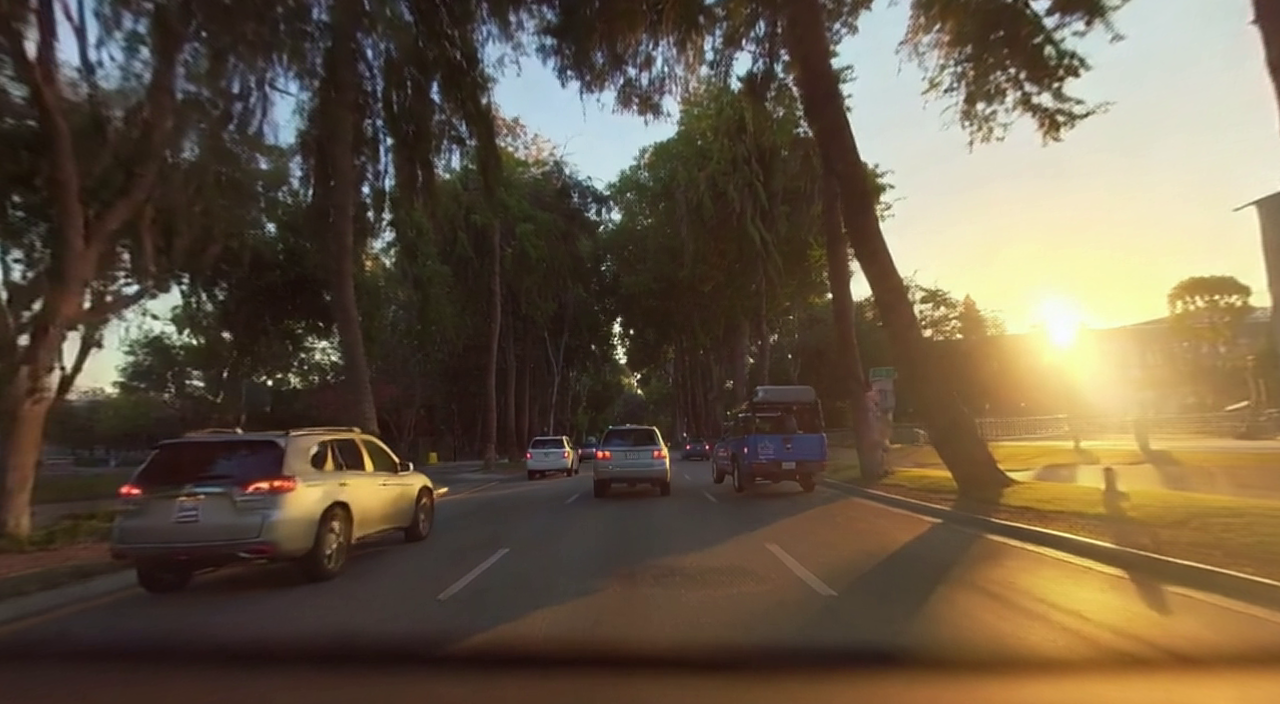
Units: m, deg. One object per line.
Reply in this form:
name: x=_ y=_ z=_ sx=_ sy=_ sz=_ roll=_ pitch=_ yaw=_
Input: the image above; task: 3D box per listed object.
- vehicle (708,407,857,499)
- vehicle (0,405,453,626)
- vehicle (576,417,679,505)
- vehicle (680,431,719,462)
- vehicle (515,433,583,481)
vehicle: x=3.544 y=2.731 z=17.317 sx=2.655 sy=2.054 sz=6.098 roll=0 pitch=-9 yaw=0
vehicle: x=-3.840 y=1.560 z=7.058 sx=1.959 sy=1.614 sz=4.676 roll=0 pitch=-9 yaw=1
vehicle: x=-0.225 y=2.515 z=14.873 sx=2.075 sy=1.770 sz=4.018 roll=0 pitch=-9 yaw=1
vehicle: x=4.002 y=6.476 z=43.210 sx=2.183 sy=1.948 sz=4.633 roll=0 pitch=-9 yaw=-1
vehicle: x=-3.302 y=3.899 z=23.588 sx=1.894 sy=1.642 sz=3.861 roll=0 pitch=-9 yaw=1
